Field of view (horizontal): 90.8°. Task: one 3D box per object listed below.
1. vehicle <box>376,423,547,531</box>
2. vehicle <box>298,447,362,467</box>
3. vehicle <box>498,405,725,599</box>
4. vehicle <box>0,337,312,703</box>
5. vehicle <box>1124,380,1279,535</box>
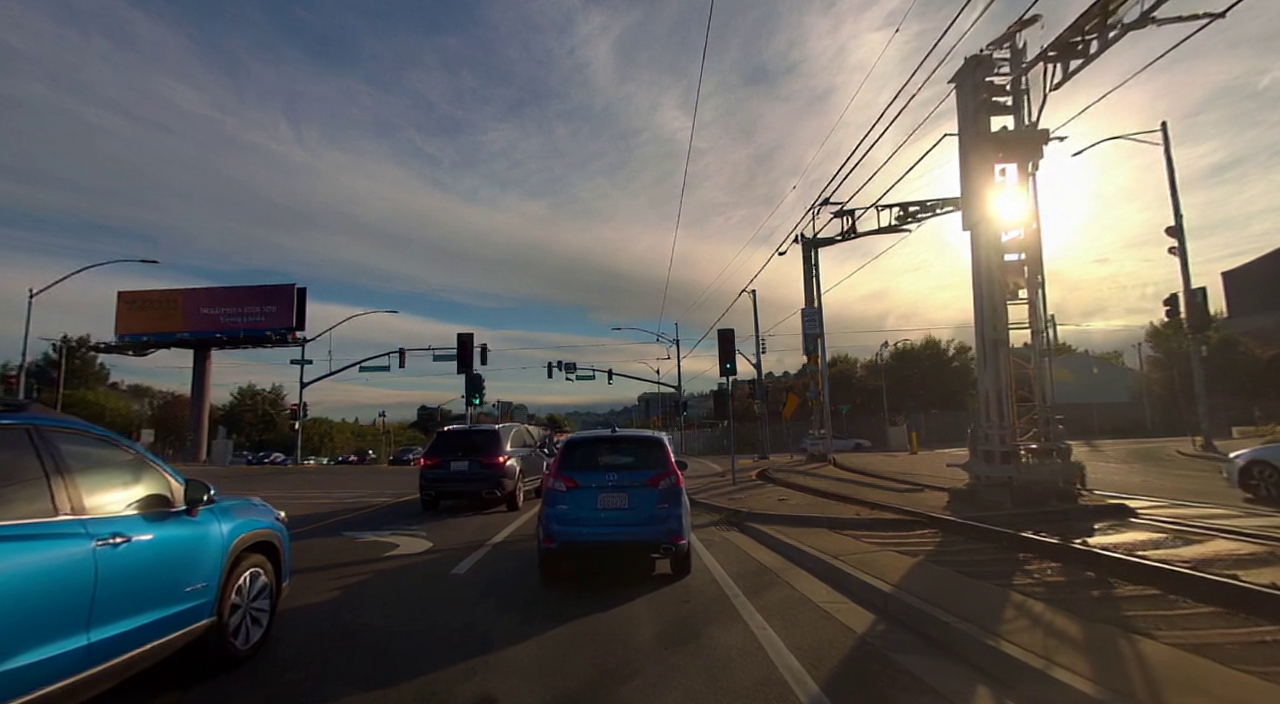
[{"bbox_3d":[-3.124,2.290,12.130,1.988,1.678,4.317,0,-9,1],"label":"vehicle"},{"bbox_3d":[-24.028,8.136,48.956,4.357,1.444,1.842,-3,-9,20],"label":"vehicle"},{"bbox_3d":[-0.261,1.620,7.549,2.025,1.723,3.644,0,-9,0],"label":"vehicle"},{"bbox_3d":[-3.936,0.866,2.967,2.052,1.814,5.184,0,-9,-1],"label":"vehicle"},{"bbox_3d":[9.563,1.332,8.126,5.060,1.702,2.033,1,-9,-4],"label":"vehicle"}]
